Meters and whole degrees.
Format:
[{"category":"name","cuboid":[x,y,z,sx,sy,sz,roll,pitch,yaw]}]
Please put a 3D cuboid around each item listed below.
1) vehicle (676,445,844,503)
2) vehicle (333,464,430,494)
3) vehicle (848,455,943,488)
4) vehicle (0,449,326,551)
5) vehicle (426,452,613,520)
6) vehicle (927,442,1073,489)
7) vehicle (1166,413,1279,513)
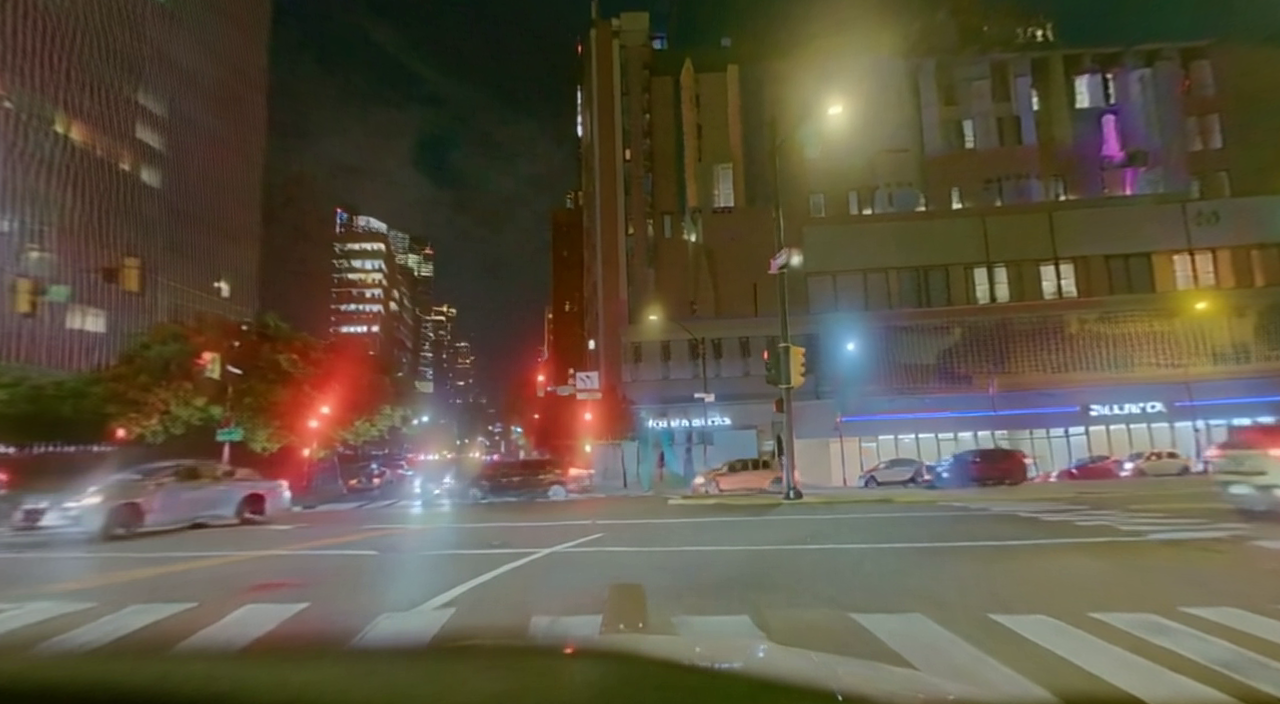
[{"category":"vehicle","cuboid":[3.619,3.735,19.588,4.749,1.624,1.926,1,-9,-6]},{"category":"vehicle","cuboid":[-15.748,7.748,38.628,5.041,1.636,1.983,0,-9,-3]},{"category":"vehicle","cuboid":[12.997,6.082,32.199,4.035,1.586,1.738,0,-9,-2]},{"category":"vehicle","cuboid":[-8.786,2.645,12.181,1.891,1.502,4.766,-3,-9,21]},{"category":"vehicle","cuboid":[-2.942,3.321,16.147,4.371,1.439,1.818,8,-12,-43]},{"category":"vehicle","cuboid":[13.290,4.188,23.464,4.291,1.606,1.859,0,-9,-2]},{"category":"vehicle","cuboid":[13.736,2.113,12.251,5.072,1.746,2.328,0,-8,-5]}]
